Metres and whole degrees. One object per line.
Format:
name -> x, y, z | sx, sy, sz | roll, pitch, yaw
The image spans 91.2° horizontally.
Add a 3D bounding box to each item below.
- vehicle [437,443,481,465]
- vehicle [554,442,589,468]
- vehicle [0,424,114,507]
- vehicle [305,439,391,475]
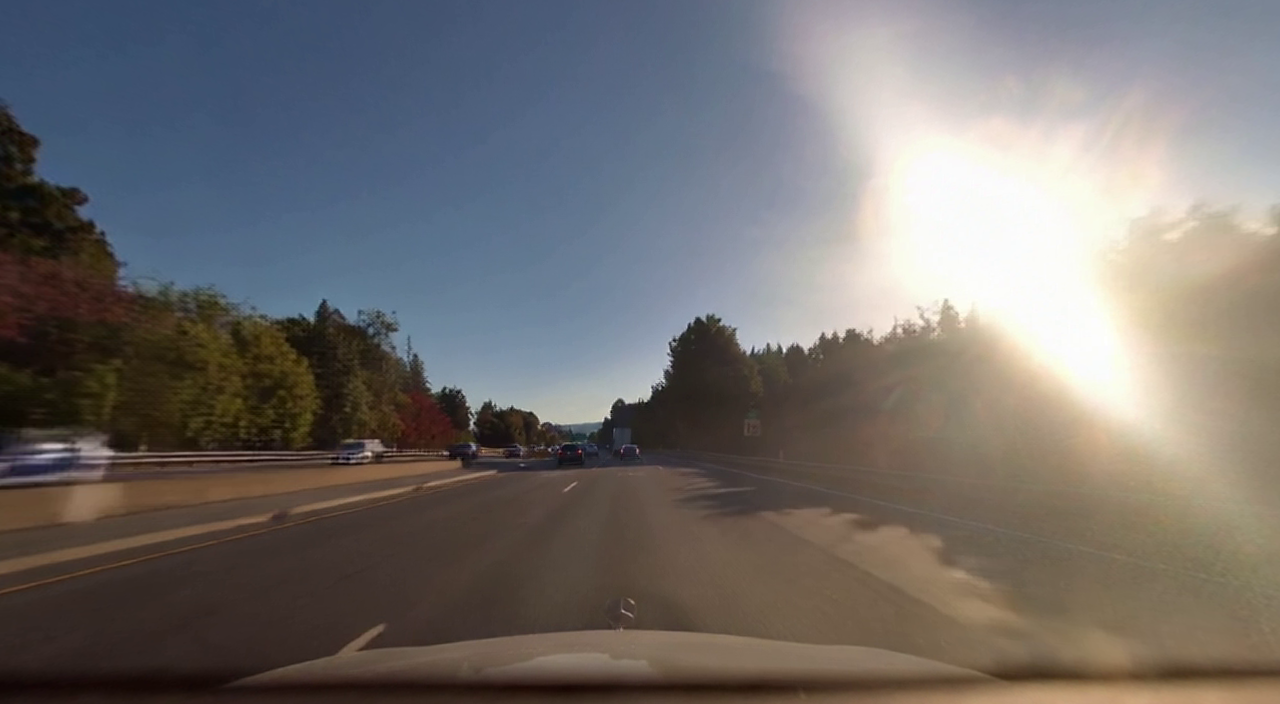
vehicle -> -13.446, 7.608, 46.788 | 1.935, 1.542, 4.672 | 0, -9, -1
vehicle -> -4.736, 7.217, 43.967 | 2.098, 1.692, 4.038 | 0, -9, -2
vehicle -> -12.940, 2.174, 12.039 | 2.169, 1.511, 4.002 | 0, -9, -1
vehicle -> -13.294, 4.807, 28.853 | 1.888, 1.491, 4.426 | 0, -9, -1
